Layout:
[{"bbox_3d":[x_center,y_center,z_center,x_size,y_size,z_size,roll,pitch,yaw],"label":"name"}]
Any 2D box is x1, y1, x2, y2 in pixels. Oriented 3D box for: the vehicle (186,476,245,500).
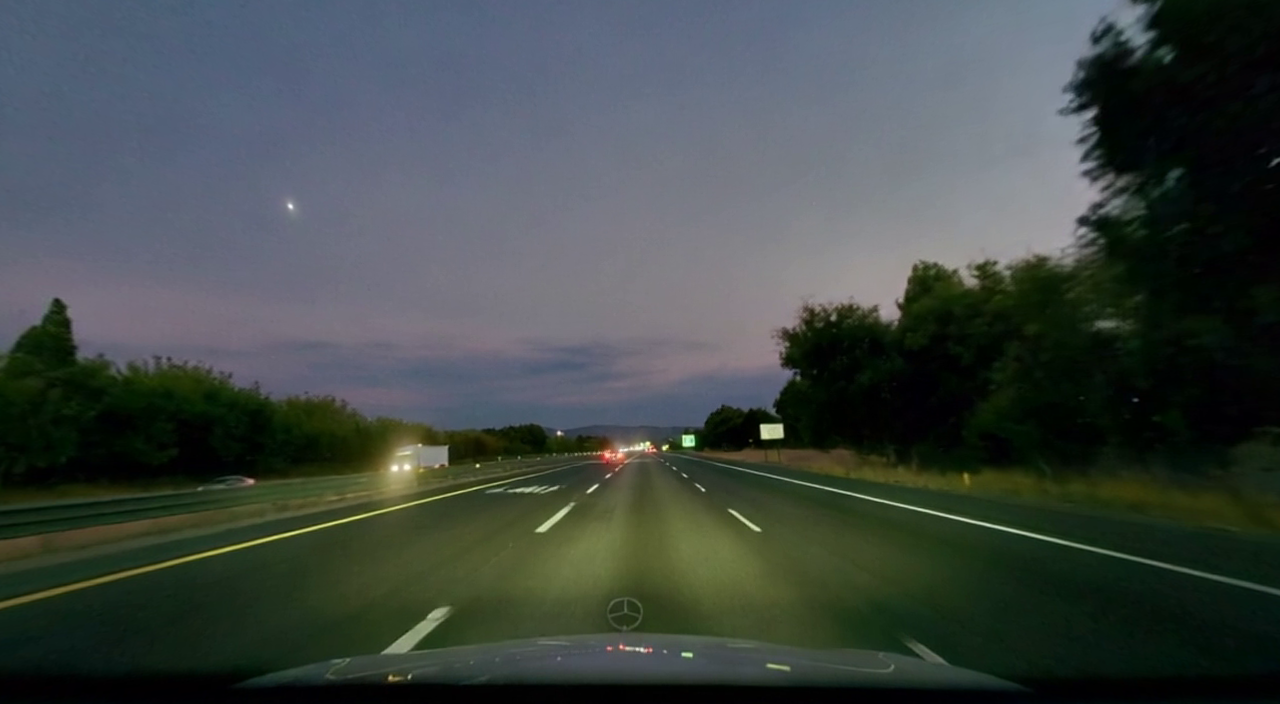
[{"bbox_3d":[-28.163,9.003,41.910,1.480,1.344,3.328,0,-8,2],"label":"vehicle"}]
